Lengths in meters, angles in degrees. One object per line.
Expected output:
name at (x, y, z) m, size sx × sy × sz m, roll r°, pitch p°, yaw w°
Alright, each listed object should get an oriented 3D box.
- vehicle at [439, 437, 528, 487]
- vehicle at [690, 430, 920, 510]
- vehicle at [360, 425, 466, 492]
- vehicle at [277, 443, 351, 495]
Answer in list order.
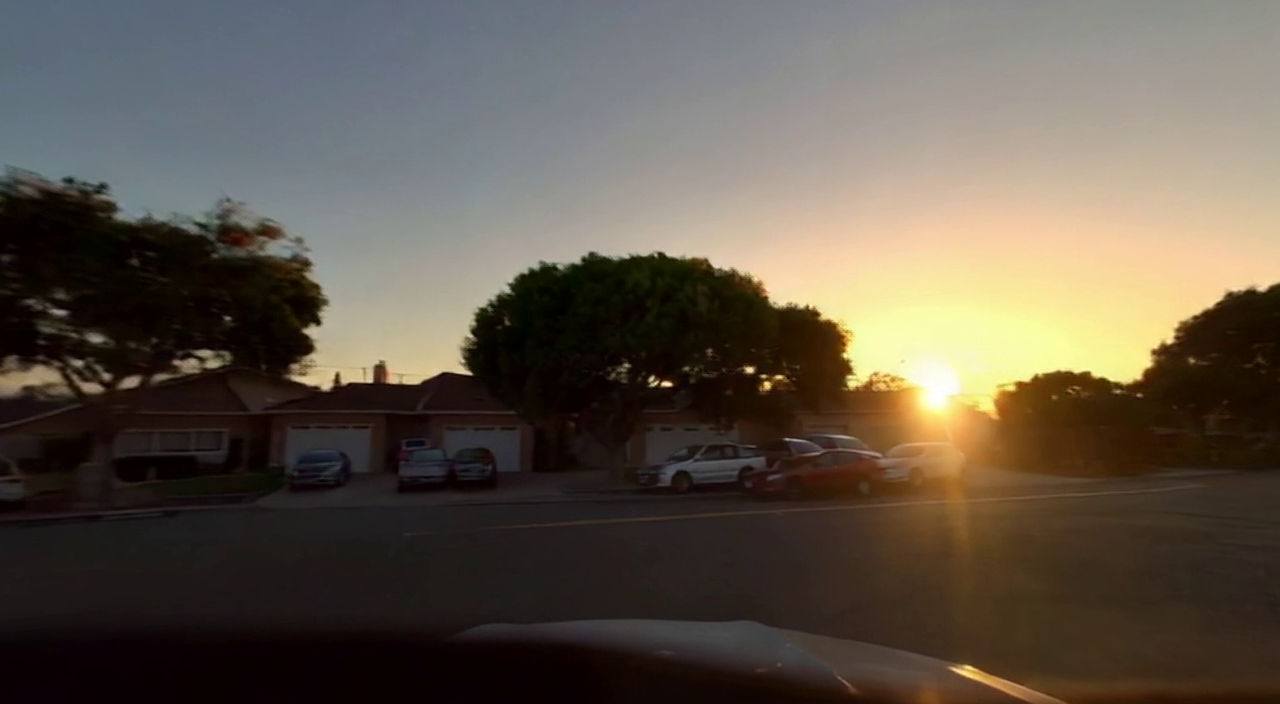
vehicle at (-6.075, 4.166, 24.226) m, size 2.160 × 1.695 × 4.183 m, roll 5°, pitch -10°, yaw -30°
vehicle at (3.942, 2.886, 15.703) m, size 5.082 × 1.789 × 1.947 m, roll 0°, pitch -9°, yaw -4°
vehicle at (-8.083, 3.714, 22.146) m, size 2.455 × 2.018 × 5.271 m, roll 5°, pitch -11°, yaw -30°
vehicle at (-10.808, 3.791, 20.831) m, size 1.833 × 1.540 × 3.532 m, roll 5°, pitch -10°, yaw -31°
